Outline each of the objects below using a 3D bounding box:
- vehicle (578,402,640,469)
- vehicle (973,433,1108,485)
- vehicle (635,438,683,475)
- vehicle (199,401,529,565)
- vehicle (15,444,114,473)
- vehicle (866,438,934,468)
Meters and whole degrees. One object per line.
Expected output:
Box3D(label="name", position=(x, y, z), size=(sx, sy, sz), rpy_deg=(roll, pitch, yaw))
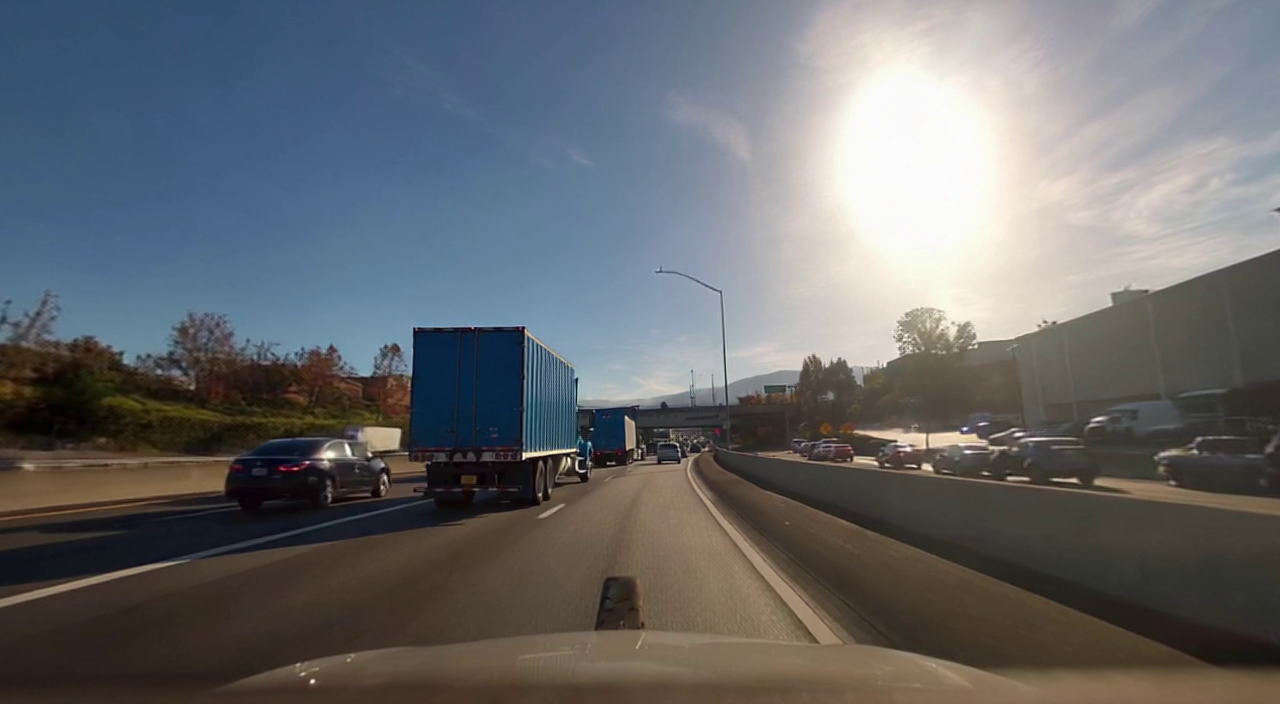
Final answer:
Box3D(label="vehicle", position=(-1.803, 5.579, 41.517), size=(3.073, 3.894, 9.782), rpy_deg=(-1, -9, 3))
Box3D(label="vehicle", position=(14.303, 3.841, 22.900), size=(2.022, 1.675, 4.792), rpy_deg=(-1, -9, 4))
Box3D(label="vehicle", position=(0.994, 5.056, 30.585), size=(2.178, 1.640, 4.071), rpy_deg=(-1, -9, 4))
Box3D(label="vehicle", position=(-3.360, 1.690, 8.736), size=(2.896, 1.779, 3.441), rpy_deg=(0, -8, 2))
Box3D(label="vehicle", position=(-32.339, 5.967, 35.523), size=(1.707, 1.540, 3.921), rpy_deg=(-1, -9, 4))
Box3D(label="vehicle", position=(15.263, 5.965, 37.302), size=(2.237, 1.656, 4.676), rpy_deg=(-1, -9, 3))
